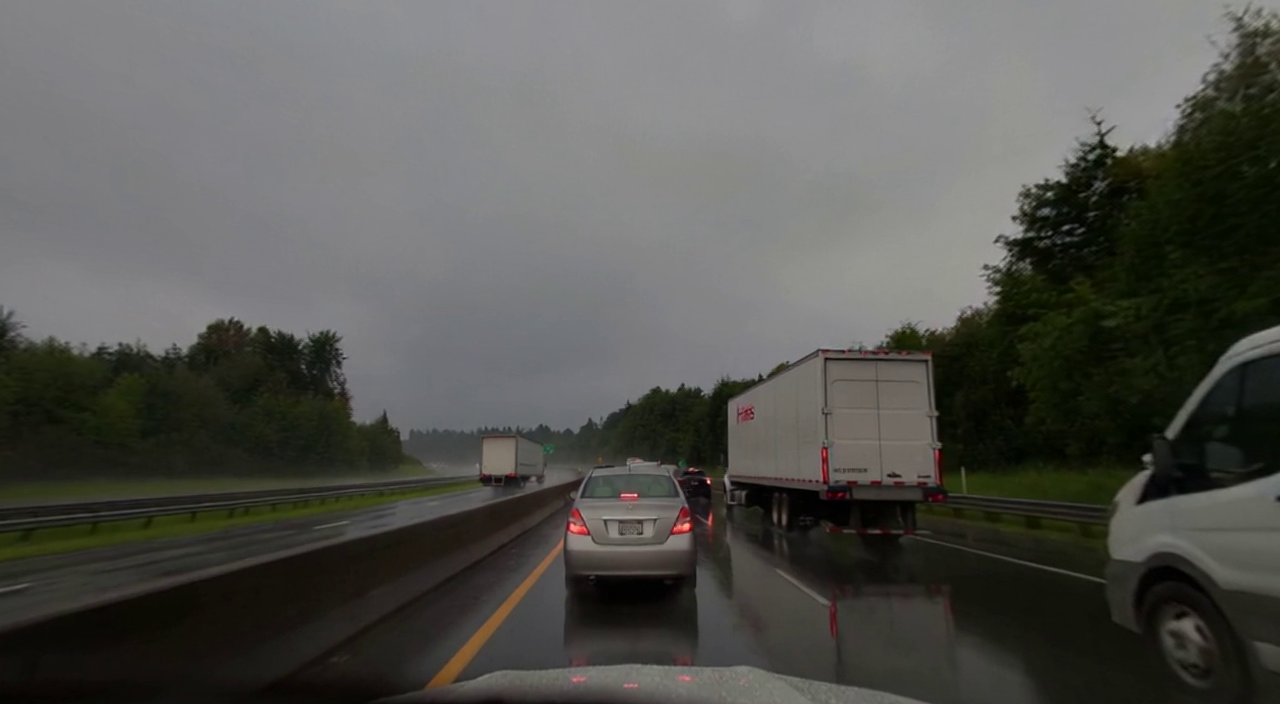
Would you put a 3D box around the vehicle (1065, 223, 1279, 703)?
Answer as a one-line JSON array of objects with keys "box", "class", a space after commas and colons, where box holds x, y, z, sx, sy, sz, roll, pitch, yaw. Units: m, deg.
[{"box": [4.177, 0.446, 1.671, 2.328, 2.537, 5.290, 1, -11, 1], "class": "vehicle"}]

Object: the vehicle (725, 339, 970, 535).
[{"box": [4.966, 2.733, 18.449, 2.936, 3.972, 11.144, 1, -11, -2], "class": "vehicle"}]

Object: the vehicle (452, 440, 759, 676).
[{"box": [-0.248, 1.666, 5.877, 1.980, 1.493, 3.410, 1, -11, -1], "class": "vehicle"}]
